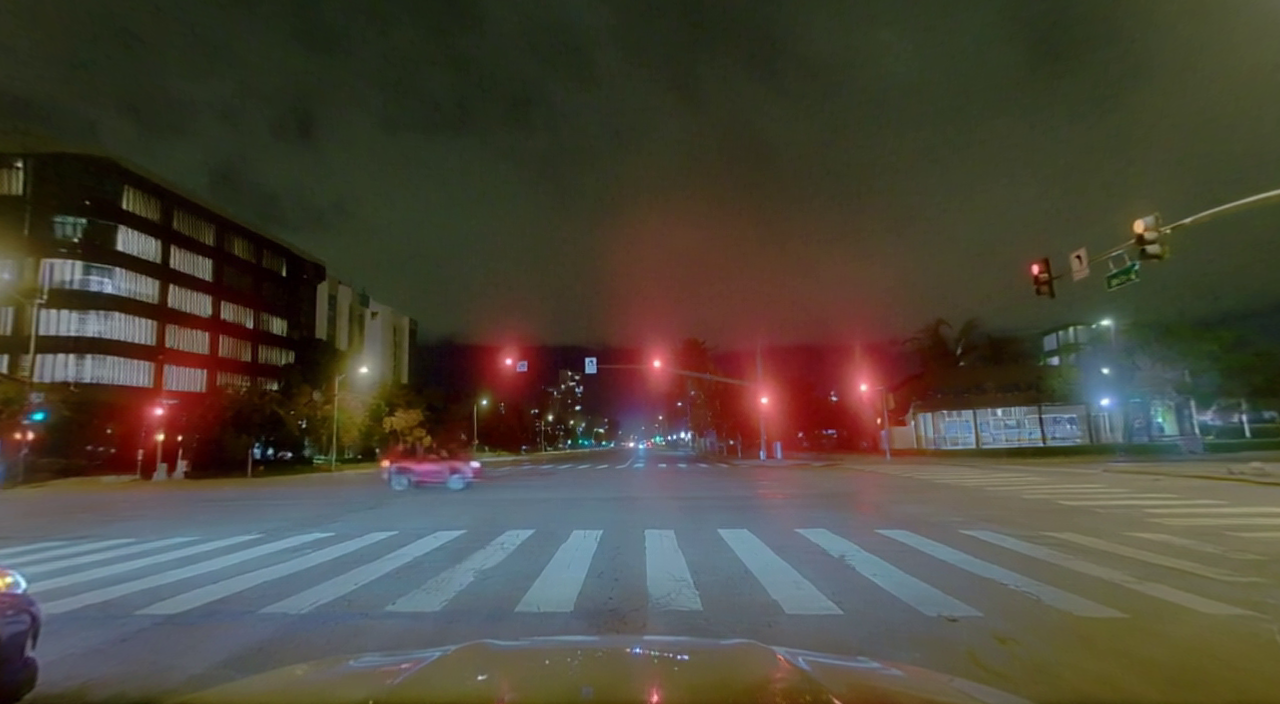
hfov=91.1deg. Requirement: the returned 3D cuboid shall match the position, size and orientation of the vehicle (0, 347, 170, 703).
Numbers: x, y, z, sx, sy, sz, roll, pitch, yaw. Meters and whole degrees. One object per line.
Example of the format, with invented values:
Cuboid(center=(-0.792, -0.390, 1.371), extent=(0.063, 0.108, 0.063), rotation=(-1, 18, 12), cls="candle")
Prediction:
Cuboid(center=(-3.630, 0.618, 1.060), extent=(2.109, 1.692, 4.587), rotation=(0, -8, 0), cls="vehicle")
